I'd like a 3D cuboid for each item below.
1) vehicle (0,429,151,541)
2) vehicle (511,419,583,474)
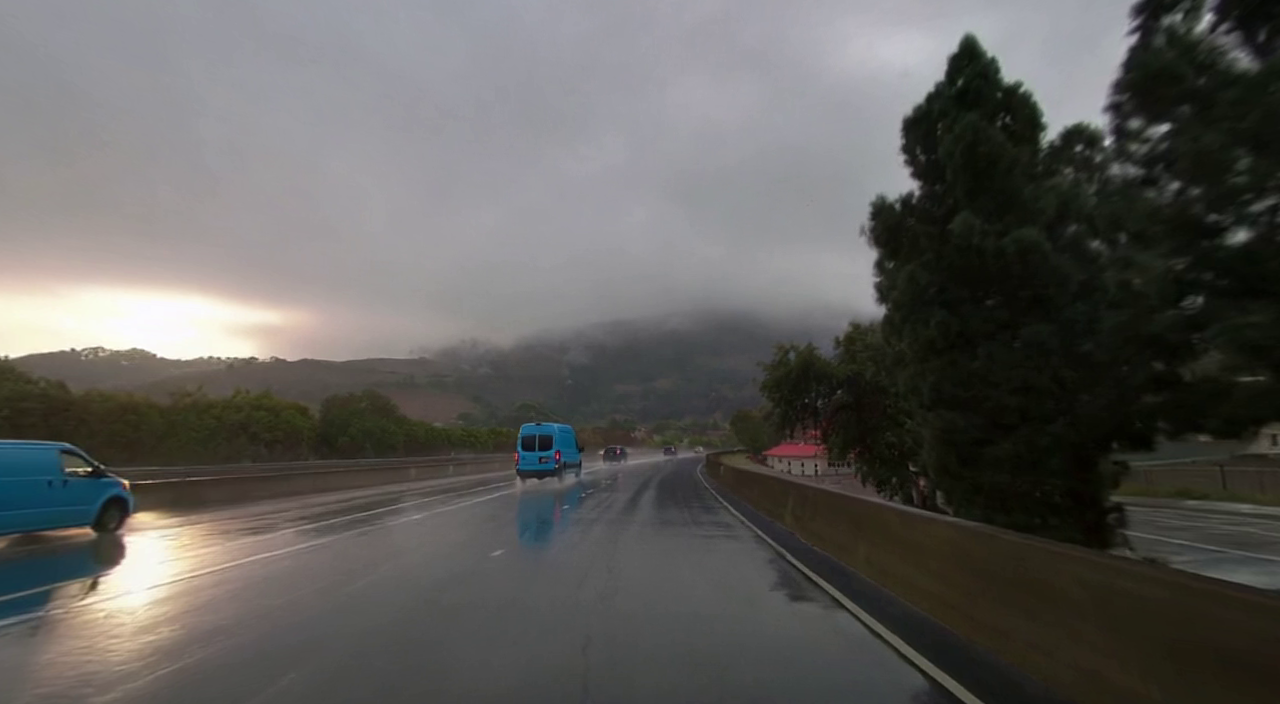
[{"bbox_3d":[-9.691,1.880,9.037,1.821,1.524,4.342,0,-9,1],"label":"vehicle"},{"bbox_3d":[-4.904,5.181,34.525,2.314,2.703,6.441,-1,-9,6],"label":"vehicle"}]
